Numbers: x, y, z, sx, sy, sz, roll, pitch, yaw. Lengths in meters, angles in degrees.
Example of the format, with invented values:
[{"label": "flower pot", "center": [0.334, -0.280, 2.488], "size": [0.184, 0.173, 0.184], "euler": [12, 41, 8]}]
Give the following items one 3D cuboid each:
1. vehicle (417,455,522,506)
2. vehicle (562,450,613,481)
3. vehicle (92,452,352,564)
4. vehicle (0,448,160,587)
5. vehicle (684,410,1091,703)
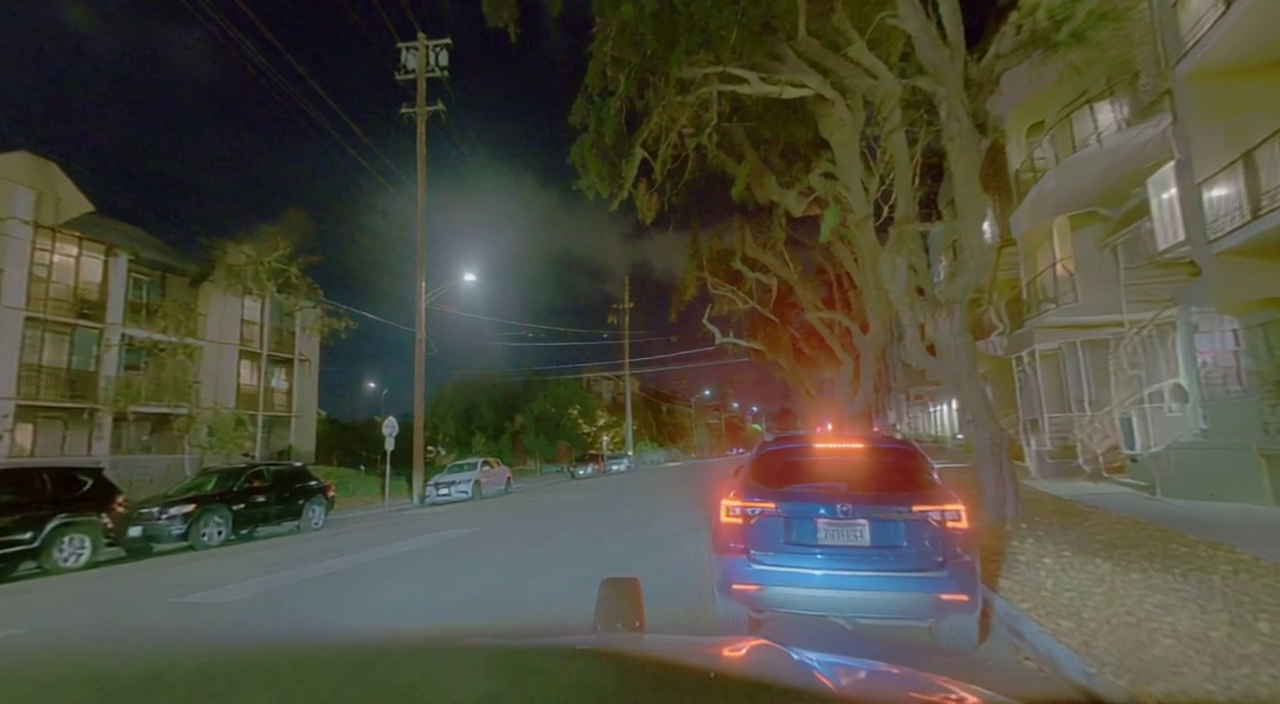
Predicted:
[{"label": "vehicle", "center": [-6.622, 5.033, 25.074], "size": [2.017, 1.582, 4.664], "euler": [-9, -12, 11]}, {"label": "vehicle", "center": [-3.242, 7.141, 40.025], "size": [2.011, 1.801, 4.676], "euler": [-2, -9, 12]}, {"label": "vehicle", "center": [-8.576, 3.205, 13.611], "size": [2.068, 1.745, 4.579], "euler": [-9, -11, 8]}, {"label": "vehicle", "center": [-9.646, 2.345, 8.474], "size": [1.973, 1.848, 5.100], "euler": [-9, -12, 9]}, {"label": "vehicle", "center": [1.770, 1.436, 5.731], "size": [2.030, 1.535, 4.683], "euler": [-2, -9, 12]}]
